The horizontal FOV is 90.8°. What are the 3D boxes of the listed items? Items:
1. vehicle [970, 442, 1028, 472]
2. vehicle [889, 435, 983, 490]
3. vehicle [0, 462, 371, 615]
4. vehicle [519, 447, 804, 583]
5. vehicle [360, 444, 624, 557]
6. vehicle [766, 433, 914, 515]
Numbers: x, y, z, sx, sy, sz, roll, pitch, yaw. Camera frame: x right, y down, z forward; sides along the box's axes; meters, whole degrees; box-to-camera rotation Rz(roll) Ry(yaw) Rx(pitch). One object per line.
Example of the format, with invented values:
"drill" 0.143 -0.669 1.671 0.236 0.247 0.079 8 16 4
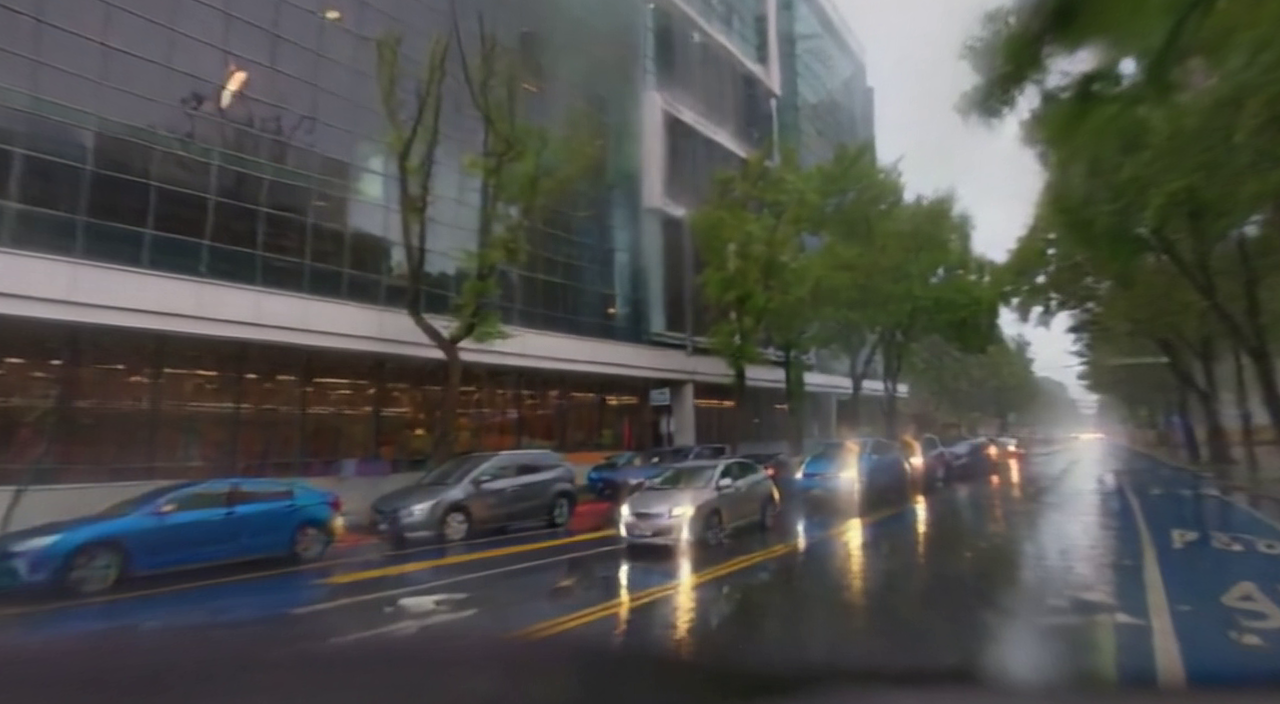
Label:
"vehicle" 21.155 6.130 37.103 2.266 1.621 4.783 -7 -11 36
"vehicle" 11.250 4.101 23.844 2.225 1.848 4.472 -7 -11 37
"vehicle" -7.112 2.810 10.245 1.996 1.732 4.705 -14 -15 34
"vehicle" 0.630 2.307 10.012 2.017 1.558 4.888 -7 -11 37
"vehicle" -3.268 3.438 15.368 2.348 2.086 6.107 -15 -15 34
"vehicle" 5.362 3.145 16.544 2.173 1.814 4.573 -10 -13 35
